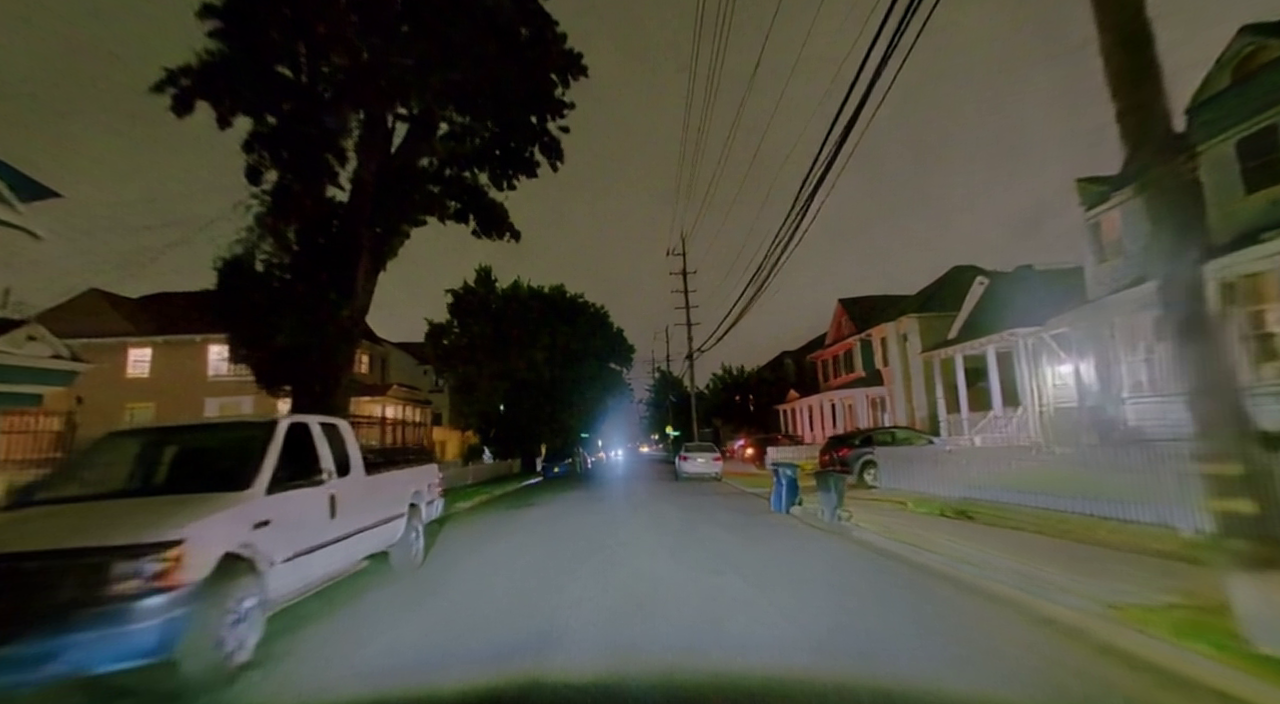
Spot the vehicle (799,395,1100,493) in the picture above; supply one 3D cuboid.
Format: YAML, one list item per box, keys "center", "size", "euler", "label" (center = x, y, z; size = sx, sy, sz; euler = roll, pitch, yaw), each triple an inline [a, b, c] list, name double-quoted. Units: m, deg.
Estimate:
- center: [7.026, 2.125, 14.925]
  size: [5.974, 2.066, 2.152]
  euler: [1, -6, 0]
  label: "vehicle"

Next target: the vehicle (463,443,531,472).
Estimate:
- center: [-9.749, 7.209, 43.223]
  size: [4.088, 1.779, 2.109]
  euler: [0, -5, 3]
  label: "vehicle"

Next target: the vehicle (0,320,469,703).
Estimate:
- center: [-3.610, 1.296, 5.813]
  size: [2.399, 2.085, 5.589]
  euler: [-3, -7, 1]
  label: "vehicle"

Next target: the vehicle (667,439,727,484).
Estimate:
- center: [2.302, 4.532, 26.647]
  size: [2.043, 1.631, 4.613]
  euler: [-1, -7, -1]
  label: "vehicle"

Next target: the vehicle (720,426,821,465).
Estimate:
- center: [7.427, 5.333, 36.297]
  size: [5.274, 2.170, 2.205]
  euler: [0, -7, -2]
  label: "vehicle"

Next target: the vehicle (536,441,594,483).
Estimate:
- center: [-3.860, 5.722, 33.406]
  size: [2.204, 1.655, 4.813]
  euler: [-9, -7, 0]
  label: "vehicle"
